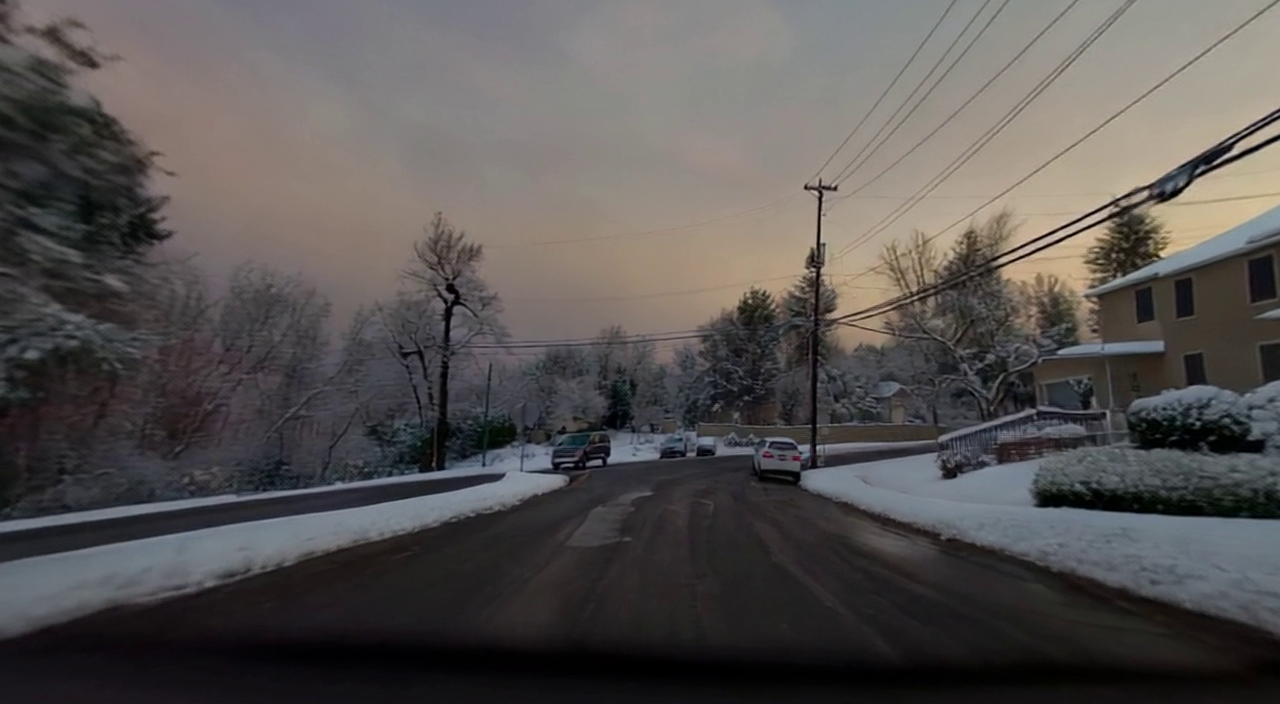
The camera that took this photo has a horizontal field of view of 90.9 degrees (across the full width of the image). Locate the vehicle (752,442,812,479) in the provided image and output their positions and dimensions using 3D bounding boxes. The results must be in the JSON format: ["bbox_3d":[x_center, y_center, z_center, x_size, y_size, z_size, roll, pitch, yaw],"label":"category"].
[{"bbox_3d":[6.249,4.792,28.283,2.151,1.468,5.066,-1,-8,8],"label":"vehicle"}]
